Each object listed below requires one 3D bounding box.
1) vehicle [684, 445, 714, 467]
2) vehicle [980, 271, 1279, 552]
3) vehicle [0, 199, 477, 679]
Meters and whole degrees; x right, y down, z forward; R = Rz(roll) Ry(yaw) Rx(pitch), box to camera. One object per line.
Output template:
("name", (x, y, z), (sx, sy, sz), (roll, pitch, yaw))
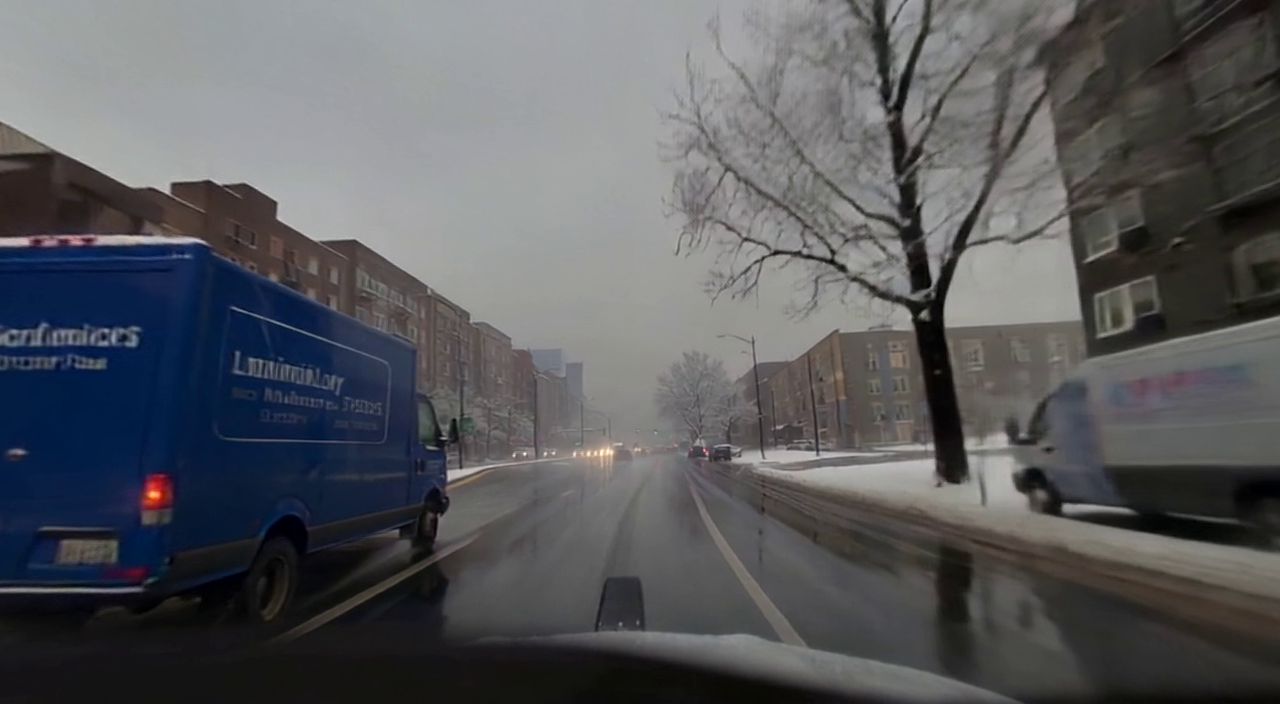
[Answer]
("vehicle", (4.427, 7.835, 47.731), (1.878, 1.534, 4.120), (0, -8, 0))
("vehicle", (8.855, 1.053, 9.830), (2.882, 3.208, 7.609), (0, -8, 1))
("vehicle", (-4.351, 1.016, 7.681), (2.763, 2.974, 7.562), (0, -8, -1))
